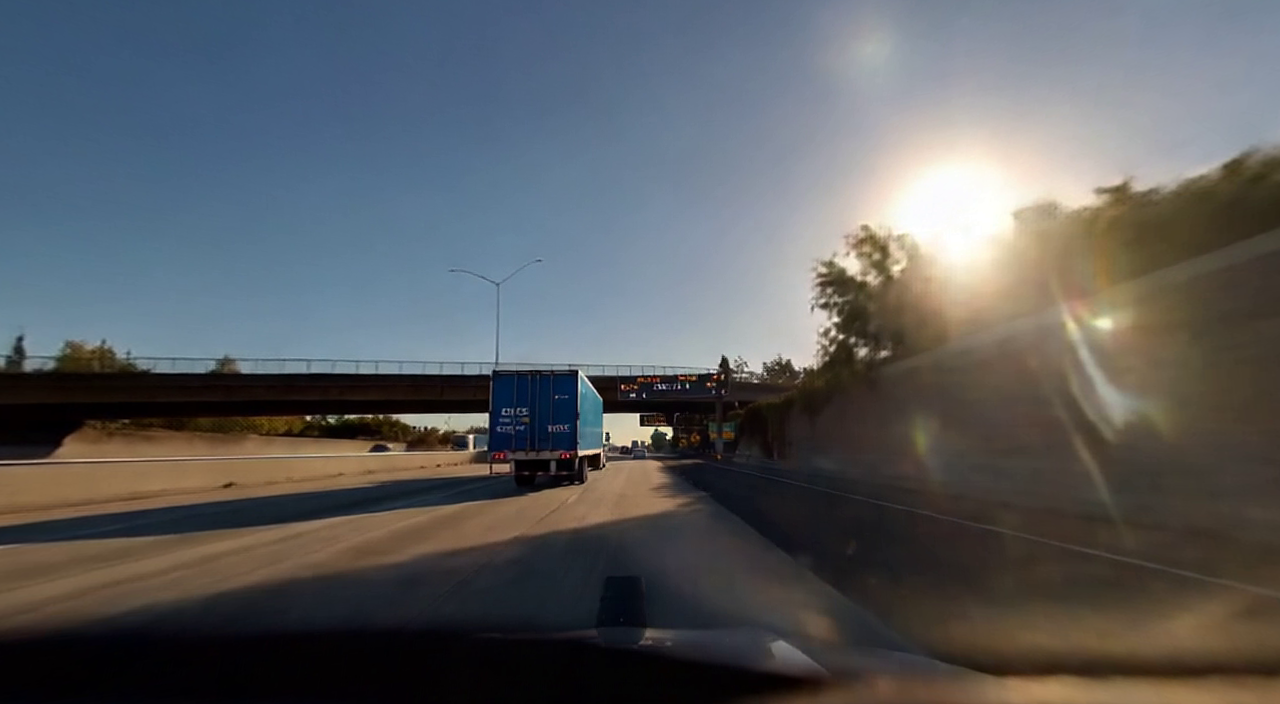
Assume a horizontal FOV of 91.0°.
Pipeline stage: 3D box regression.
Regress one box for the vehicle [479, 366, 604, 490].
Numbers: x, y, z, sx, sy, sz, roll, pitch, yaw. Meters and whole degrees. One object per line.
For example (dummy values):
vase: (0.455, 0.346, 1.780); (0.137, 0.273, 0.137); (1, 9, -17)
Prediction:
vehicle: (-3.460, 3.258, 25.709); (3.059, 3.956, 11.036); (0, -9, 1)
